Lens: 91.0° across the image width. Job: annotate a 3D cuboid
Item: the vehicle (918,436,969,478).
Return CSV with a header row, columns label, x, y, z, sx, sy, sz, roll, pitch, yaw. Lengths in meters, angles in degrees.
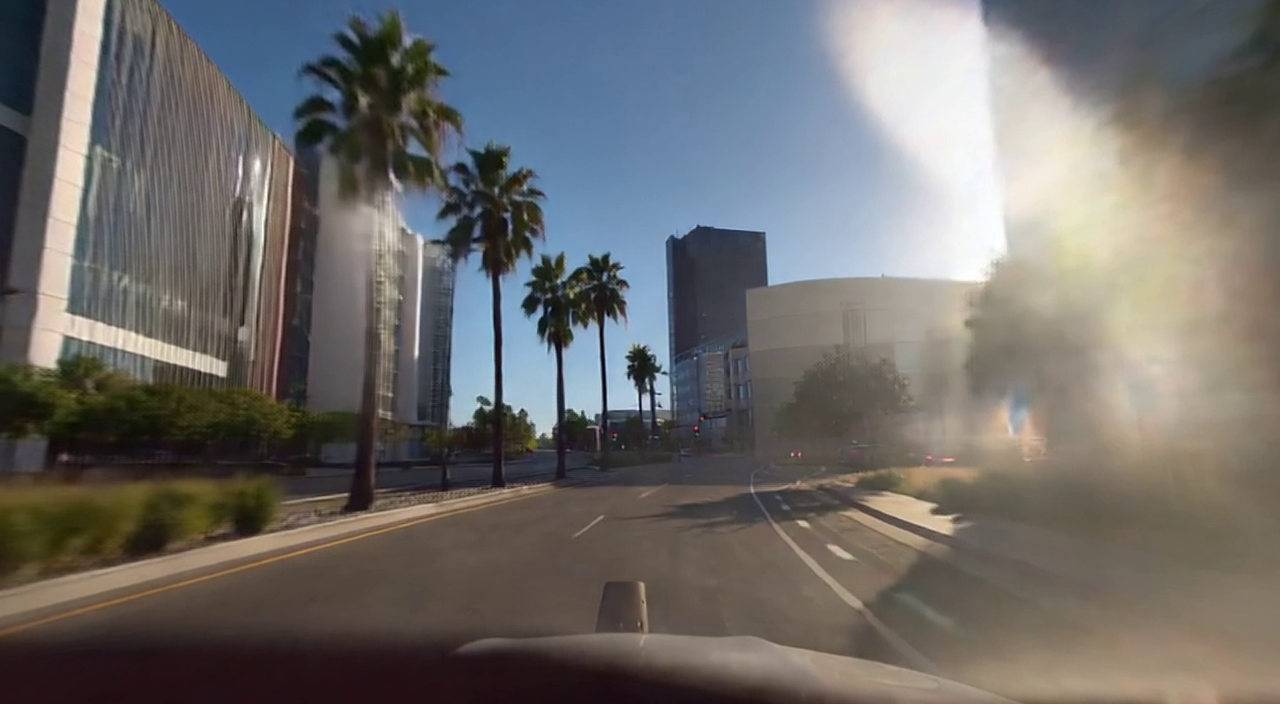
label,x,y,z,sx,sy,sz,roll,pitch,yaw
vehicle,17.666,6.128,36.771,2.219,2.342,1.744,-1,-10,13
